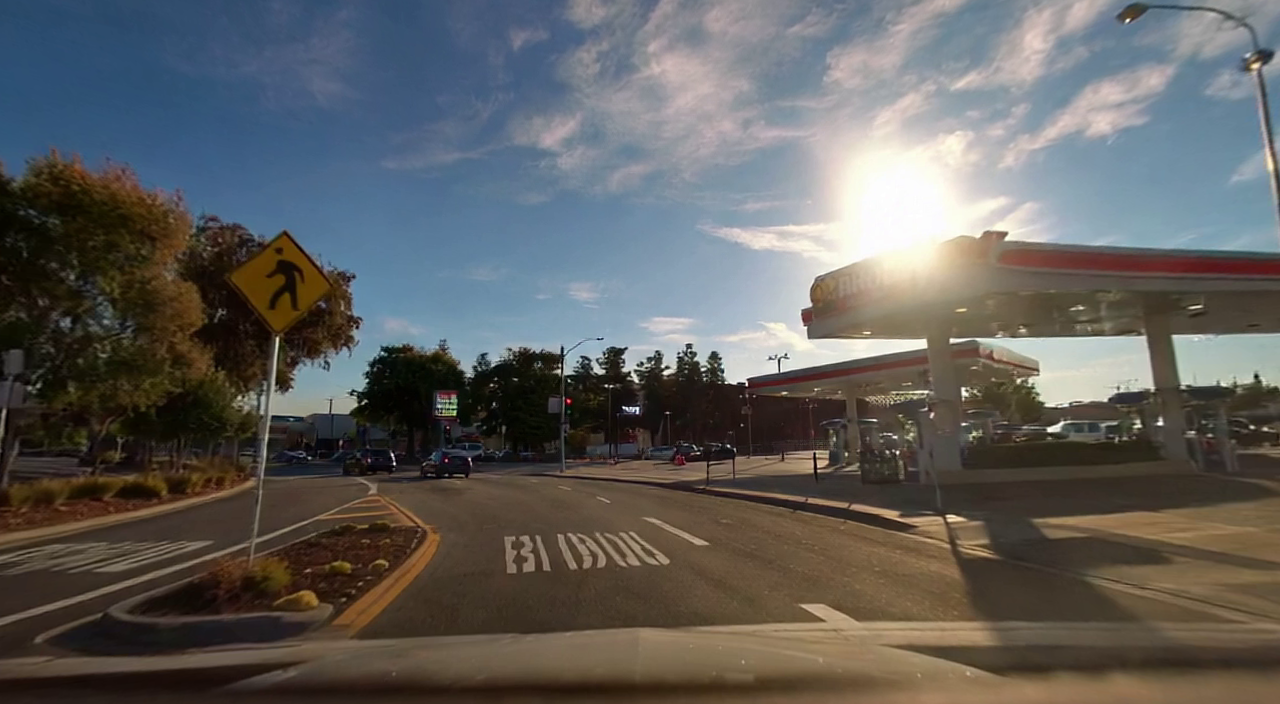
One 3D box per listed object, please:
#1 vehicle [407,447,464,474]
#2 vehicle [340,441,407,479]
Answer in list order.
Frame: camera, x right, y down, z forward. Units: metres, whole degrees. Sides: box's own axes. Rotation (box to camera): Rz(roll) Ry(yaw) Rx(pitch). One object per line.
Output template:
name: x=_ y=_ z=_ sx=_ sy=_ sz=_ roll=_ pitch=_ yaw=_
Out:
vehicle: x=-15.077 y=7.917 z=46.163 sx=2.202 sy=1.822 sz=4.826 roll=7 pitch=-11 yaw=-40
vehicle: x=-15.412 y=6.137 z=36.215 sx=2.254 sy=2.006 sz=4.766 roll=7 pitch=-11 yaw=-37
